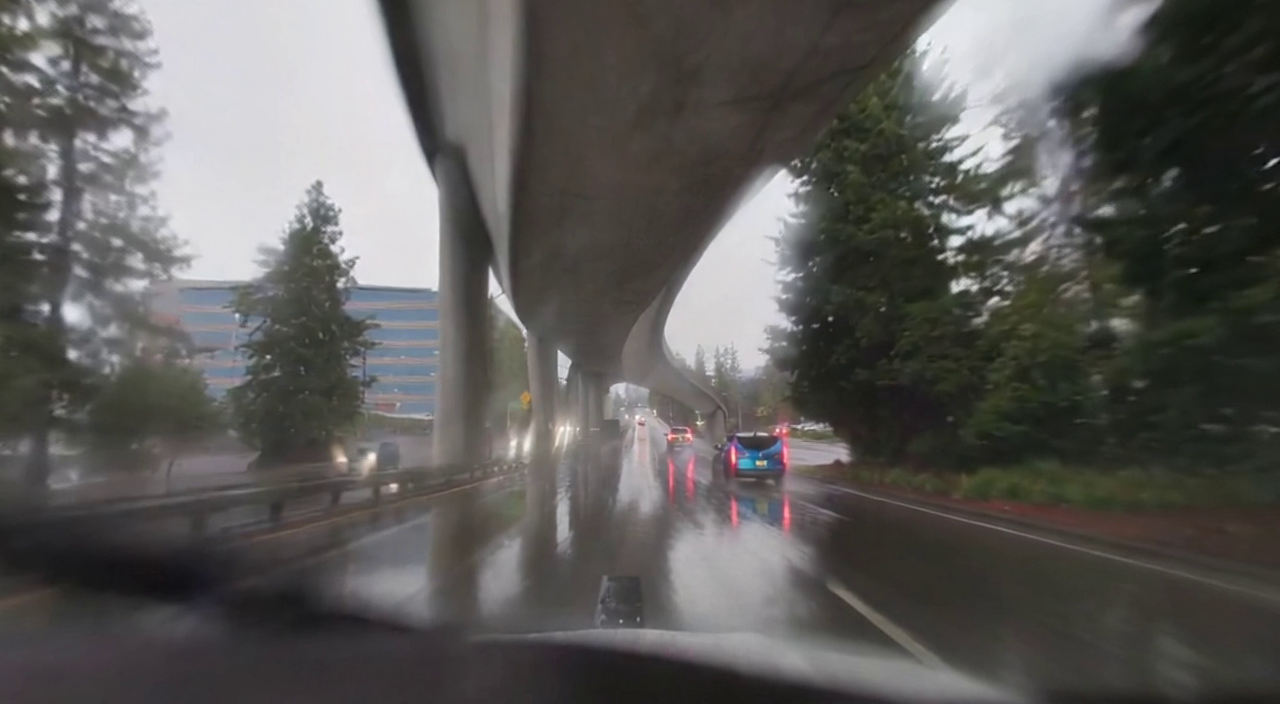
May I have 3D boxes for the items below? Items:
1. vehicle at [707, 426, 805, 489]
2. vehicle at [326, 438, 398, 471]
[{"bbox_3d":[3.417,3.228,19.509,2.110,1.712,4.489,0,-9,0],"label":"vehicle"},{"bbox_3d":[-15.799,5.844,36.066,1.958,1.725,4.539,0,-9,1],"label":"vehicle"}]
